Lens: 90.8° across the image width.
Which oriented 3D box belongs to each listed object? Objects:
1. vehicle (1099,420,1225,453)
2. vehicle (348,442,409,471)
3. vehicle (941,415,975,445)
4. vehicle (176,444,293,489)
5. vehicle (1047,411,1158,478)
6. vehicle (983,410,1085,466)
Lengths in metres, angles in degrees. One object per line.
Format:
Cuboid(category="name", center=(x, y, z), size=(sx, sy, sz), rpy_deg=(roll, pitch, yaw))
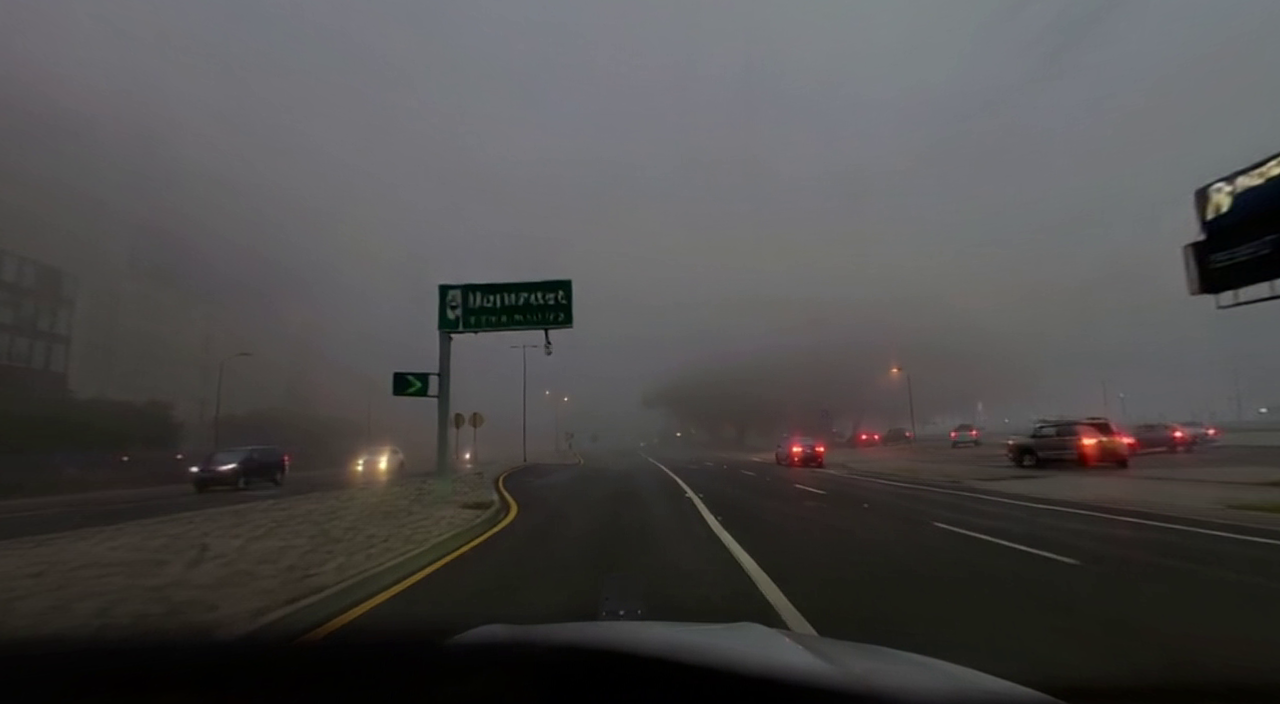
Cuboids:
Cuboid(category="vehicle", center=(31.547, 5.106, 38.275), size=(5.509, 1.904, 2.614), rpy_deg=(0, -8, -6))
Cuboid(category="vehicle", center=(-18.422, 7.330, 44.702), size=(2.284, 1.801, 4.822), rpy_deg=(-3, -8, 0))
Cuboid(category="vehicle", center=(24.980, 6.138, 49.742), size=(1.246, 2.287, 2.709), rpy_deg=(-1, -8, 2))
Cuboid(category="vehicle", center=(-18.263, 5.131, 28.809), size=(2.041, 1.826, 4.878), rpy_deg=(-1, -8, 1))
Cuboid(category="vehicle", center=(17.177, 3.407, 23.656), size=(1.686, 2.284, 3.164), rpy_deg=(-1, -7, 1))
Cuboid(category="vehicle", center=(21.908, 4.722, 35.073), size=(5.332, 2.719, 2.336), rpy_deg=(1, -8, -31))
